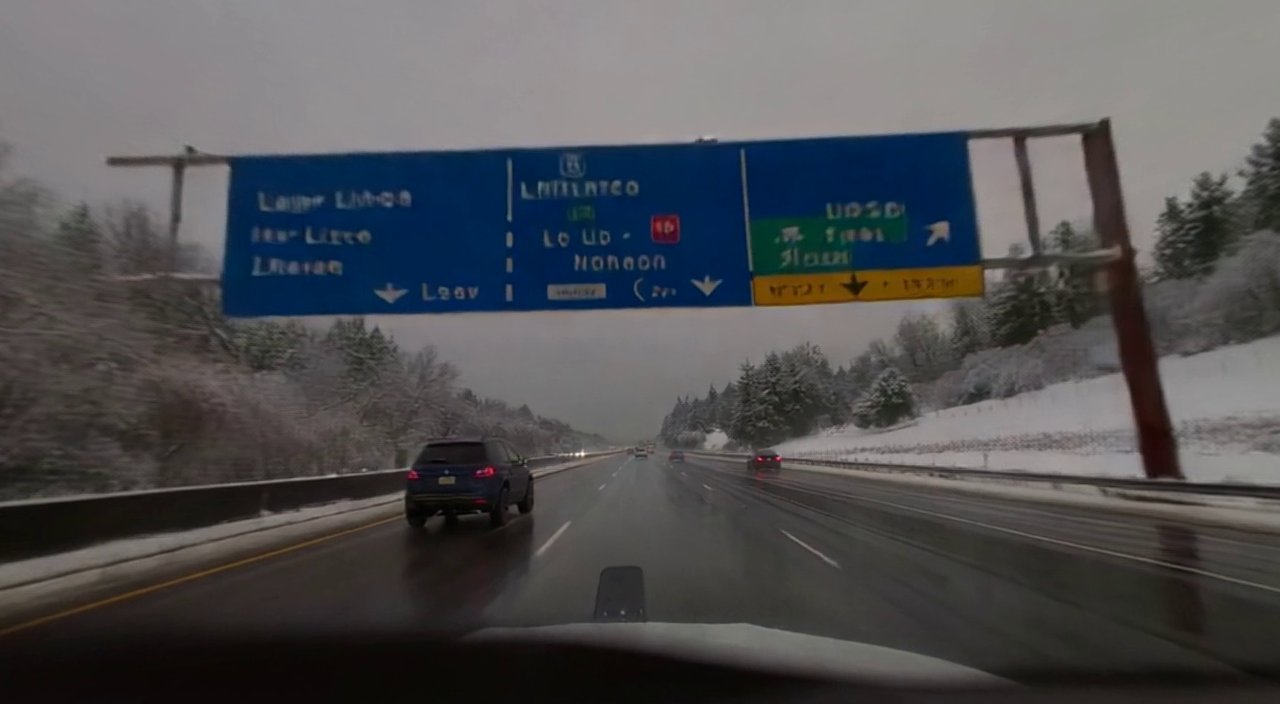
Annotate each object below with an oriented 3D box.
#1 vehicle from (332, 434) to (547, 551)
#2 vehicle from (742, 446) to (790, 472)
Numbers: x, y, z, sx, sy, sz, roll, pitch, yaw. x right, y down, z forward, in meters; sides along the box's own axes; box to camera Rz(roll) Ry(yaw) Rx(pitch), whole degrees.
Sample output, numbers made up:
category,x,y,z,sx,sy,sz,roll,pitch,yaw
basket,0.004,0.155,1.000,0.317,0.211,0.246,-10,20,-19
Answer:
category,x,y,z,sx,sy,sz,roll,pitch,yaw
vehicle,-3.029,2.234,10.725,2.191,1.563,4.318,0,-9,1
vehicle,7.718,6.575,38.970,1.943,1.493,4.507,0,-9,-1
